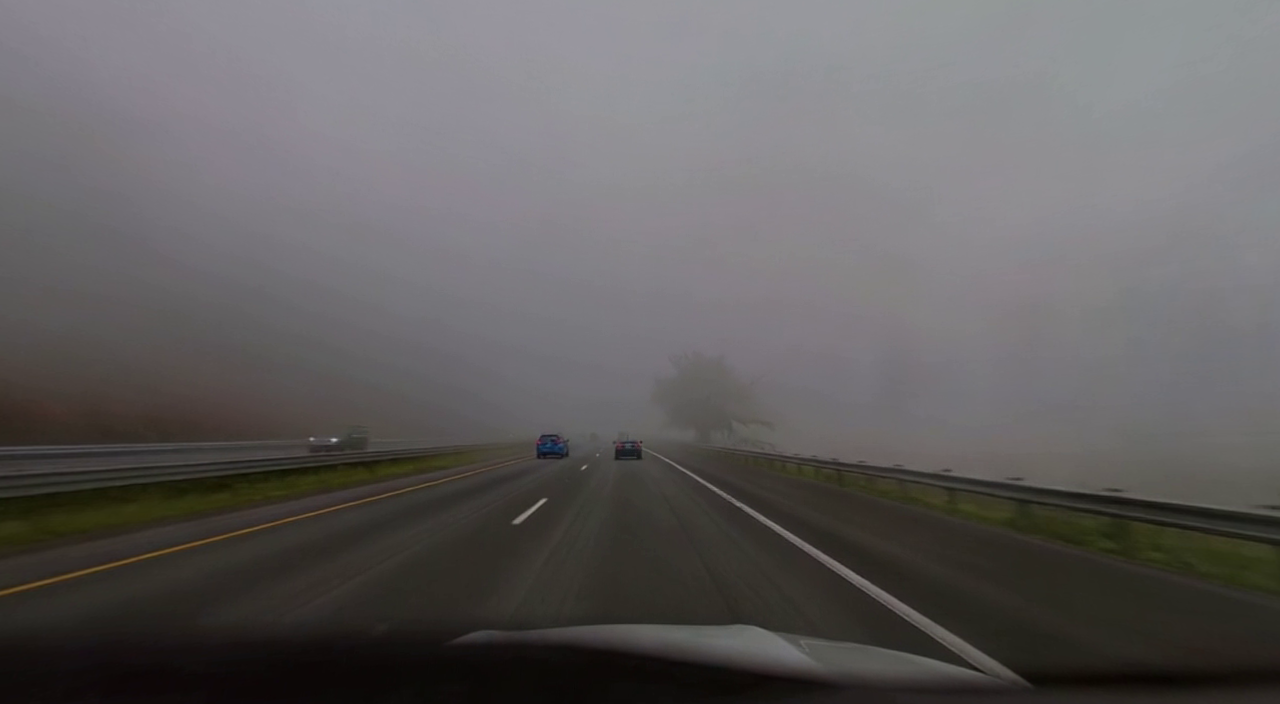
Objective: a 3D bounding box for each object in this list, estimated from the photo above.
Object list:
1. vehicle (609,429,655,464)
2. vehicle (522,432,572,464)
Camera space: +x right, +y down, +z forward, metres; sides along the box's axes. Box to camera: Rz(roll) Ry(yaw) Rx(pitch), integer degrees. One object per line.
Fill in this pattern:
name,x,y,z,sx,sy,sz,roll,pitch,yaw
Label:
vehicle,-0.468,4.749,31.767,2.162,1.616,4.242,0,-8,-2
vehicle,-4.716,4.880,32.378,1.975,1.518,4.242,0,-8,-1
